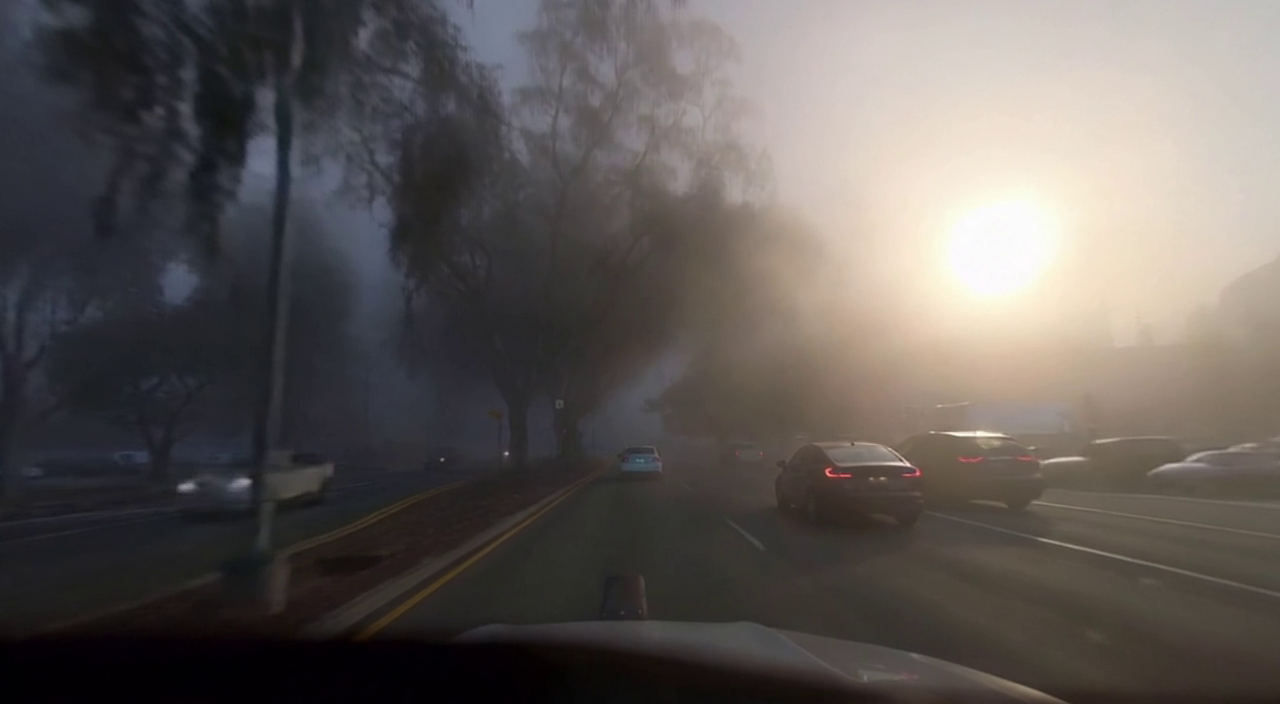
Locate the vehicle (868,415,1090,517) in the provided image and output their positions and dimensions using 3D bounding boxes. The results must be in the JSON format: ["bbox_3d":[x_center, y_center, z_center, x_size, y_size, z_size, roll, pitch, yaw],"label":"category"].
[{"bbox_3d":[6.927,2.398,13.691,2.134,1.810,4.590,0,-9,-2],"label":"vehicle"}]

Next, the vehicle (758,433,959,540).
[{"bbox_3d":[3.438,2.188,10.941,1.858,1.466,4.230,0,-9,-1],"label":"vehicle"}]

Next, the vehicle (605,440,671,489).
[{"bbox_3d":[-0.081,3.708,21.127,1.994,1.479,3.647,0,-9,-1],"label":"vehicle"}]

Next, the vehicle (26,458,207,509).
[{"bbox_3d":[-17.556,4.400,21.603,1.961,1.462,4.741,-1,-9,3],"label":"vehicle"}]

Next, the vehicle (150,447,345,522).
[{"bbox_3d":[-8.957,3.014,14.960,1.895,1.503,4.237,0,-9,0],"label":"vehicle"}]

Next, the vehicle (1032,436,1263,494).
[{"bbox_3d":[13.852,3.111,17.631,4.512,1.466,1.949,-3,-9,18],"label":"vehicle"}]

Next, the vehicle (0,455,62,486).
[{"bbox_3d":[-34.568,6.439,34.137,2.222,1.536,4.849,-2,-9,-2],"label":"vehicle"}]

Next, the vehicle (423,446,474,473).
[{"bbox_3d":[-12.559,7.054,41.738,1.954,1.689,4.443,0,-9,0],"label":"vehicle"}]
